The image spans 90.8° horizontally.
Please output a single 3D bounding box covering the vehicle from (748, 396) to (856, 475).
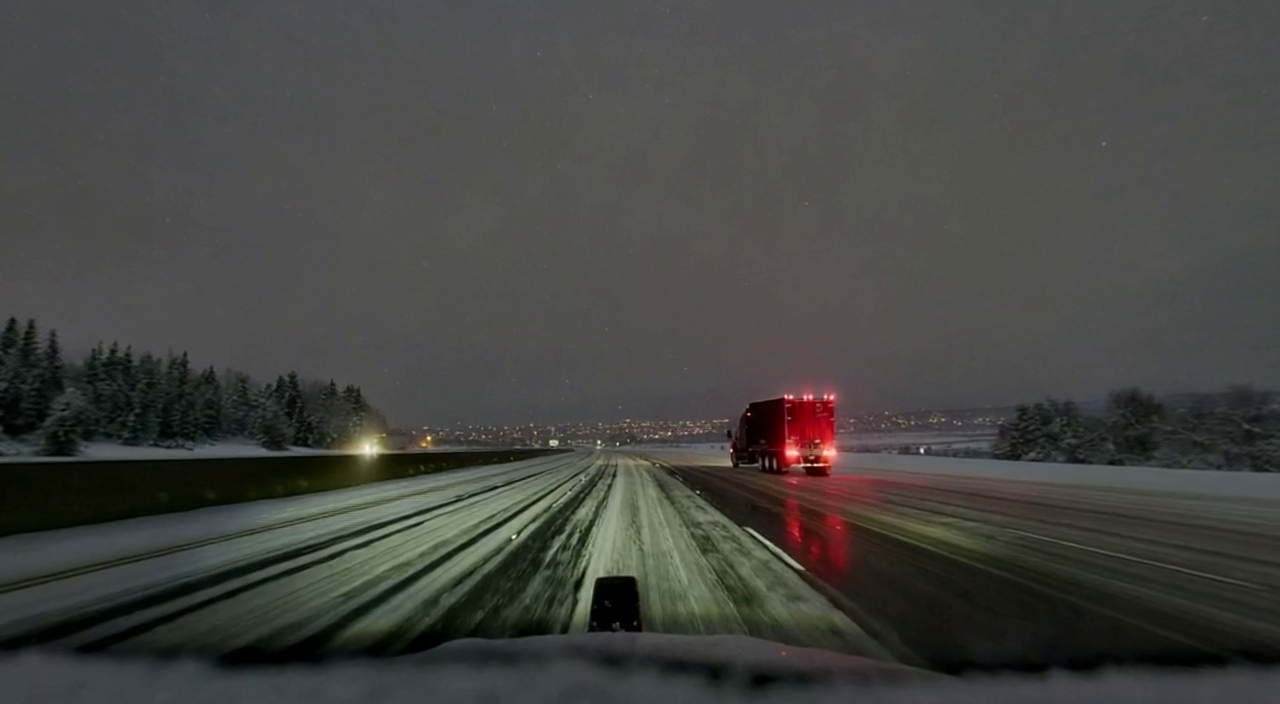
[{"bbox_3d":[6.847,3.787,27.965,2.627,3.011,7.287,0,-9,-1],"label":"vehicle"}]
